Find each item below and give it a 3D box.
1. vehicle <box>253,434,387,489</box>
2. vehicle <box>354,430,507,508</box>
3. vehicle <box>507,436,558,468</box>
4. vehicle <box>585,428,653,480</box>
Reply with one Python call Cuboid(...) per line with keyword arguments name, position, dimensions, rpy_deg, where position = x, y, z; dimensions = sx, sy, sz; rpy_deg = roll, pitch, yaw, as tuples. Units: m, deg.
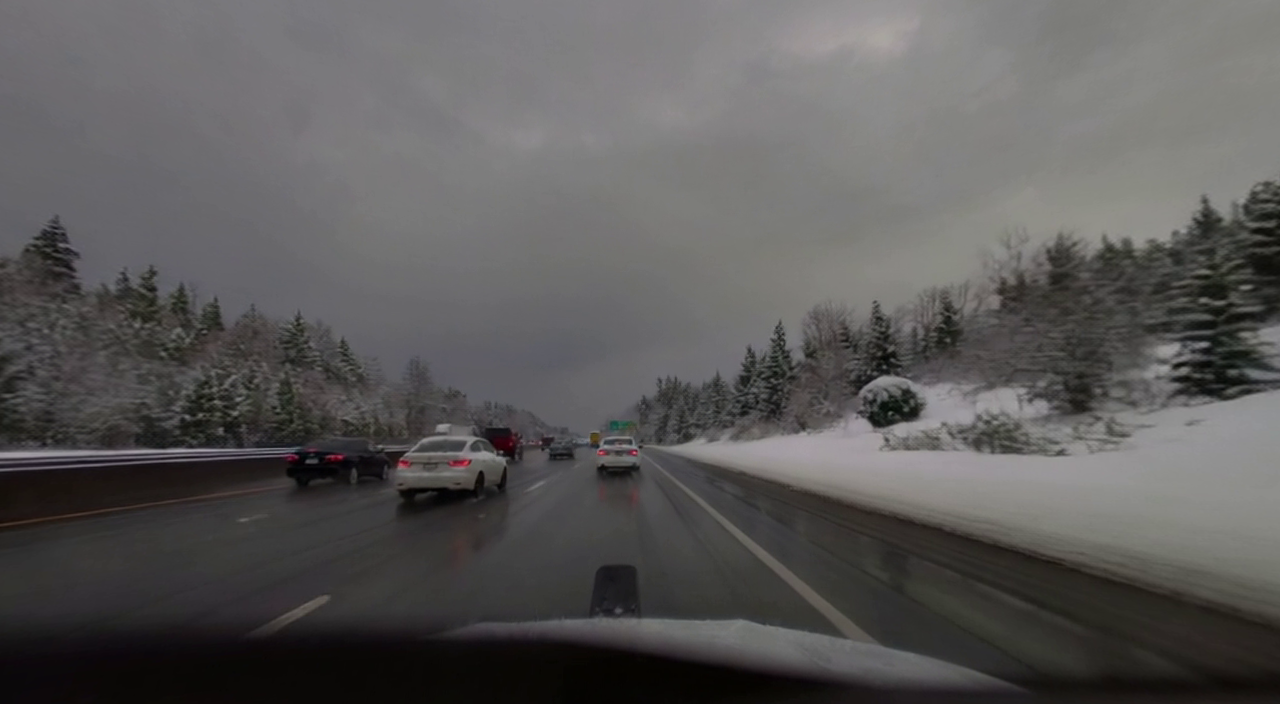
Cuboid(name="vehicle", position=(-9.240, 3.158, 18.573), dimensions=(1.850, 1.439, 3.932), rpy_deg=(0, -8, 0))
Cuboid(name="vehicle", position=(-4.469, 2.520, 14.204), dimensions=(1.971, 1.464, 4.386), rpy_deg=(0, -8, 0))
Cuboid(name="vehicle", position=(-5.209, 4.877, 30.959), dimensions=(1.835, 1.432, 3.835), rpy_deg=(0, -8, 0))
Cuboid(name="vehicle", position=(-0.715, 3.548, 22.231), dimensions=(2.178, 1.658, 3.916), rpy_deg=(0, -8, -1))
